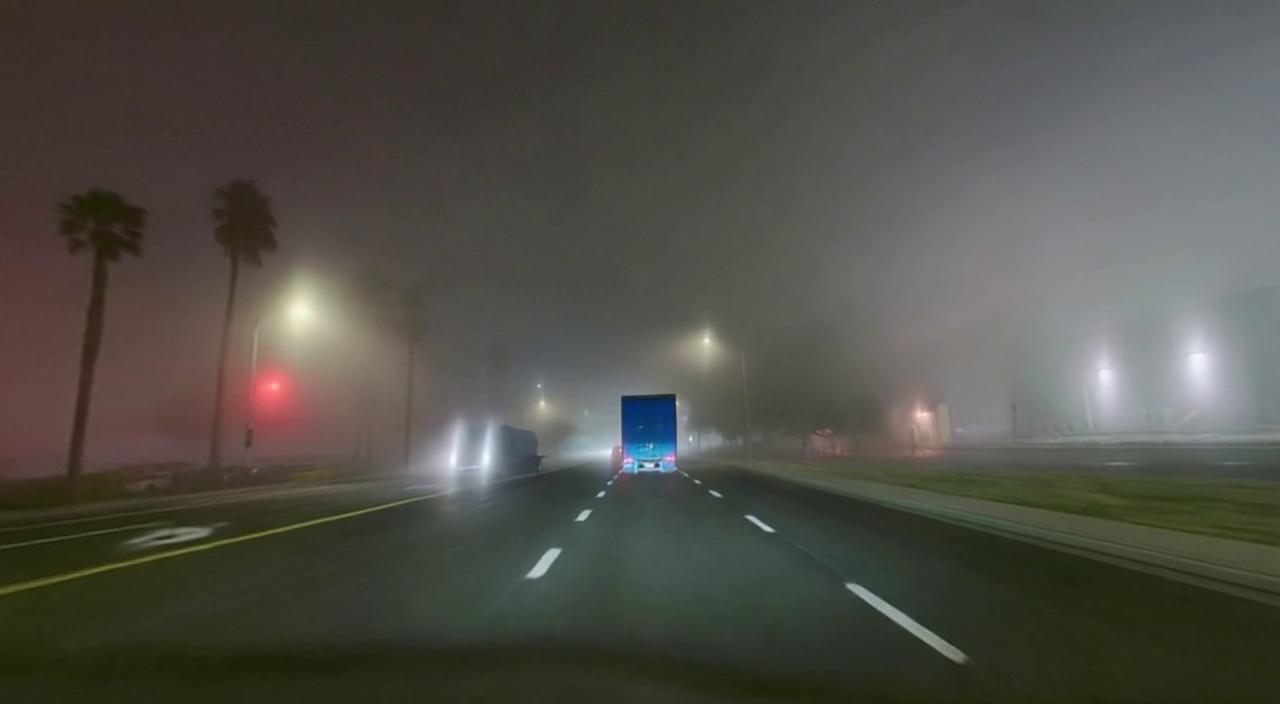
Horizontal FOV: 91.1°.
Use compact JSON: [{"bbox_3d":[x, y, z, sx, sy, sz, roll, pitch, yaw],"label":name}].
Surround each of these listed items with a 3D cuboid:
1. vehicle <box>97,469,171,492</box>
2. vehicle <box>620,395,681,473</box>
[{"bbox_3d":[-35.193,8.931,43.726,3.645,1.436,1.673,0,-9,1],"label":"vehicle"},{"bbox_3d":[0.345,5.027,37.822,2.992,3.949,11.815,0,-9,-2],"label":"vehicle"}]
